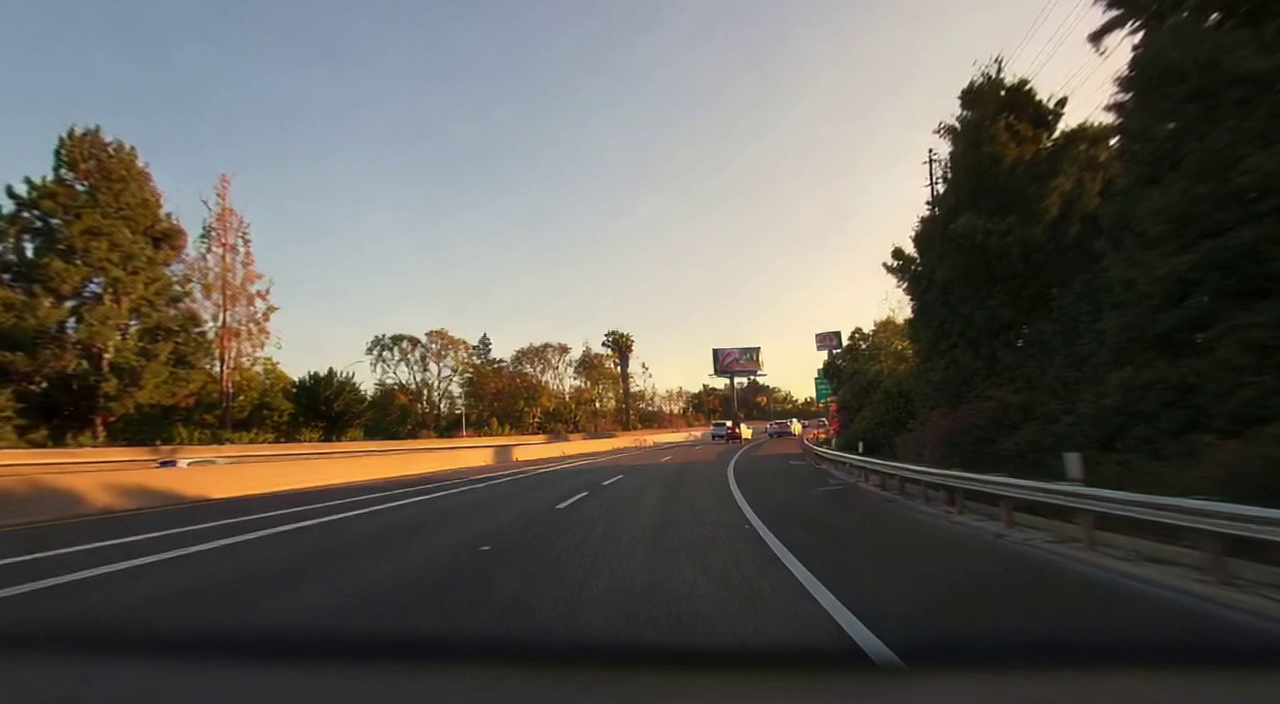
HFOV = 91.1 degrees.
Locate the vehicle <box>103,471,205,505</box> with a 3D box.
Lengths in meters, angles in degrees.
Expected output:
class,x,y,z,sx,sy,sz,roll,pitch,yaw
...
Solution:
class,x,y,z,sx,sy,sz,roll,pitch,yaw
vehicle,-29.963,8.362,38.836,2.145,1.717,4.448,-6,-11,36
